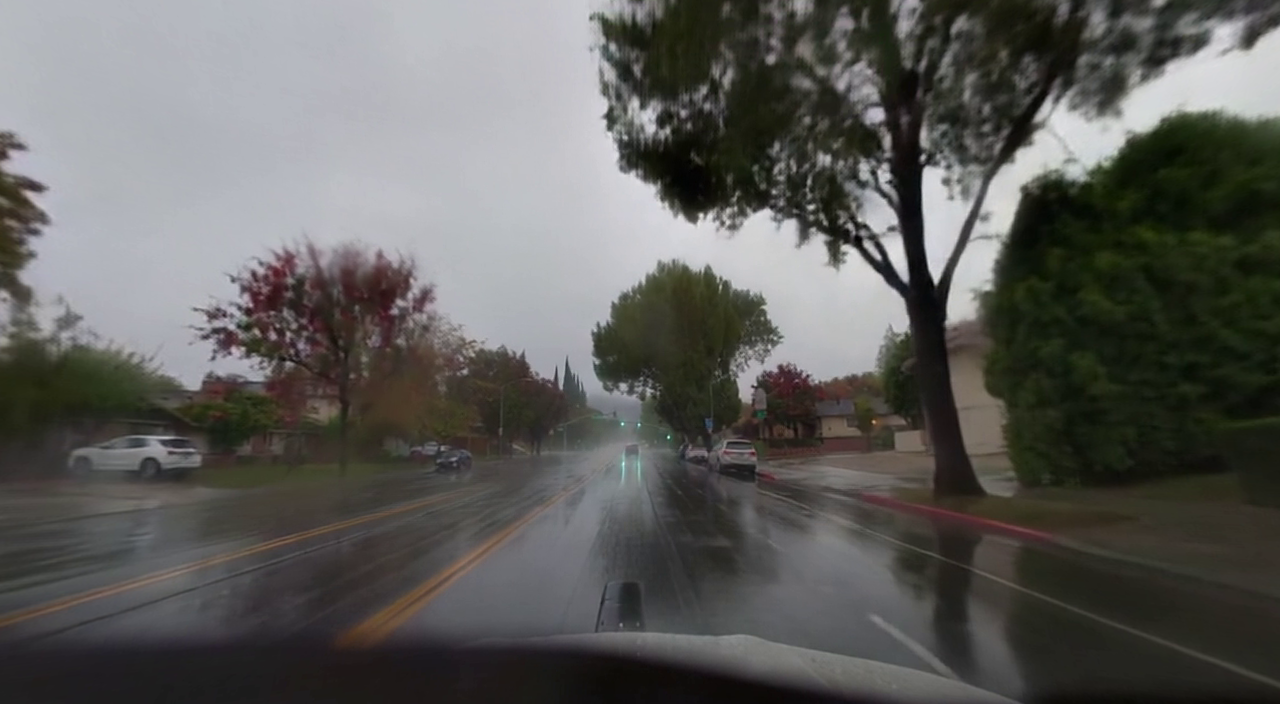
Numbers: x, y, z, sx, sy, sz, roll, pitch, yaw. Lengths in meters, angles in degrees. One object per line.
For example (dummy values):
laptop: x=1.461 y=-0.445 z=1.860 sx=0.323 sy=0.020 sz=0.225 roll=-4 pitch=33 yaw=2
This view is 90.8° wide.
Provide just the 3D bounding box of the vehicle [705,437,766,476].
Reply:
vehicle: x=4.657 y=5.219 z=31.717 sx=2.180 sy=1.782 sz=4.790 roll=0 pitch=-8 yaw=-2

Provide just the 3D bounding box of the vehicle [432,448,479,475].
vehicle: x=-12.419 y=7.367 z=42.740 sx=1.939 sy=1.537 sz=4.197 roll=-3 pitch=-7 yaw=0

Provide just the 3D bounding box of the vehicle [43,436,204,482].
vehicle: x=-21.158 y=4.388 z=26.019 sx=4.853 sy=1.754 sz=2.095 roll=-1 pitch=-9 yaw=3
